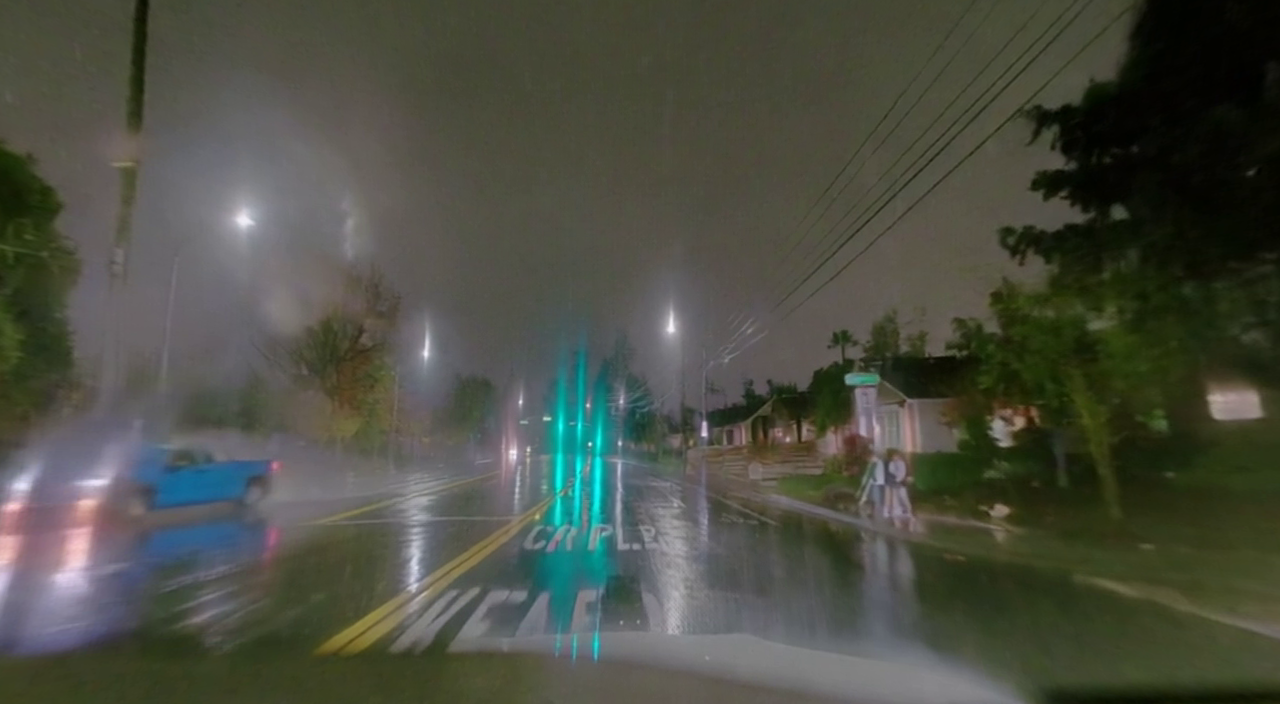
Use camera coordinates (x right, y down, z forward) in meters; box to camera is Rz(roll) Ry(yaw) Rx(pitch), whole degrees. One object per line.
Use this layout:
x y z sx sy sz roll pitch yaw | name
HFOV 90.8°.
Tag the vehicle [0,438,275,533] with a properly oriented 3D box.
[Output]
-11.067 2.854 14.235 2.053 1.727 4.651 -2 -9 16 | vehicle
